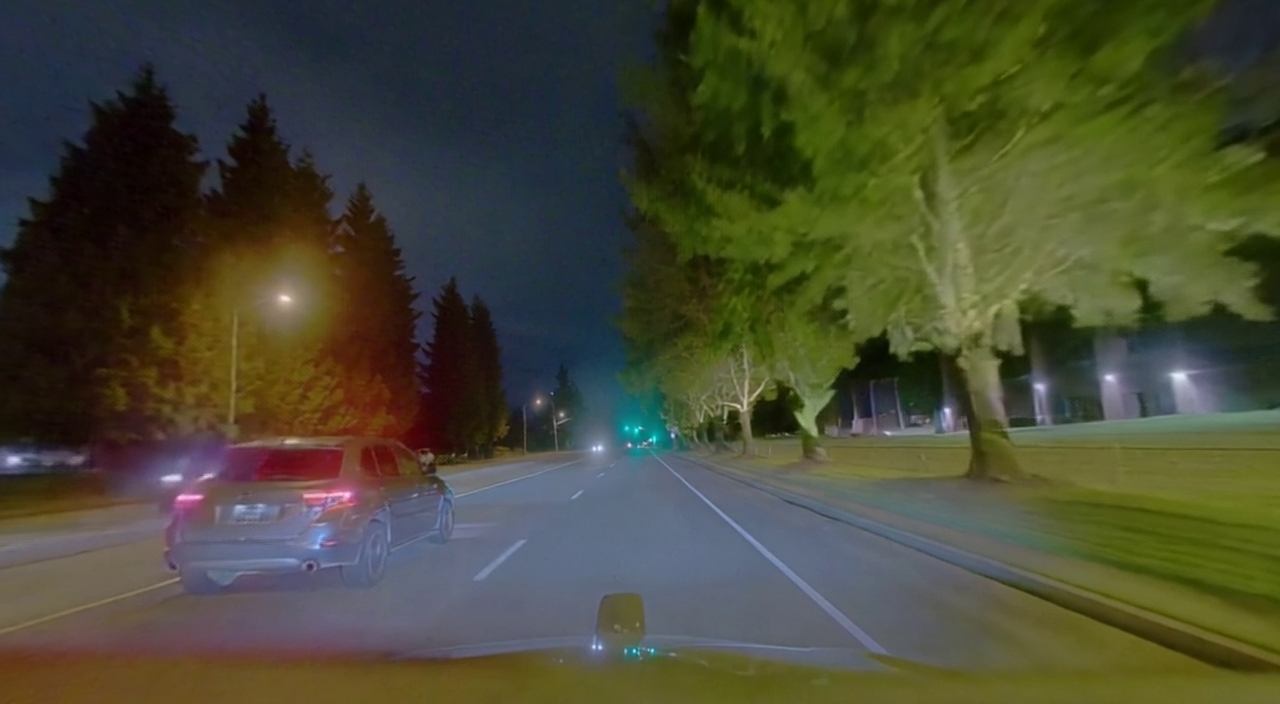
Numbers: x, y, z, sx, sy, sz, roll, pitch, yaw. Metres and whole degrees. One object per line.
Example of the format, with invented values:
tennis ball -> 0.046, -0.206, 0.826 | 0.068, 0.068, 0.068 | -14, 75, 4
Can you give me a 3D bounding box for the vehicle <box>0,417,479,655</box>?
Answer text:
vehicle -> -3.305, 1.519, 6.481 | 2.020, 1.478, 4.890 | 0, -8, 0
